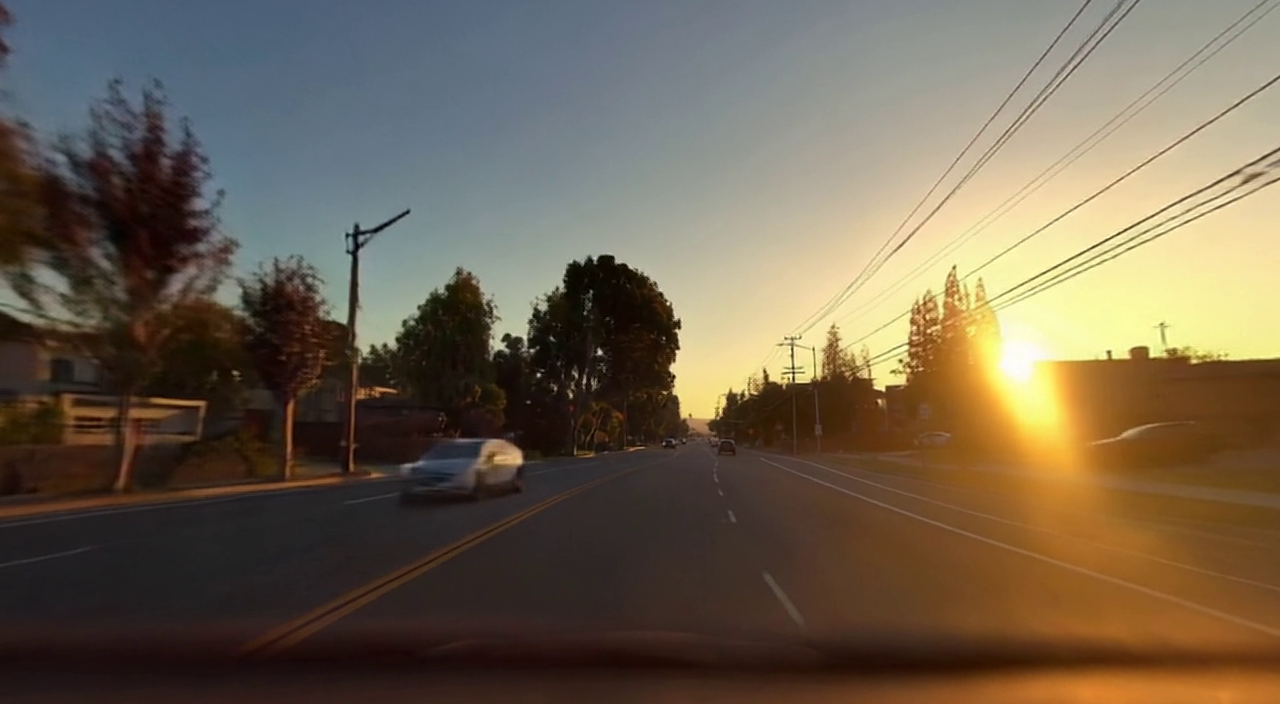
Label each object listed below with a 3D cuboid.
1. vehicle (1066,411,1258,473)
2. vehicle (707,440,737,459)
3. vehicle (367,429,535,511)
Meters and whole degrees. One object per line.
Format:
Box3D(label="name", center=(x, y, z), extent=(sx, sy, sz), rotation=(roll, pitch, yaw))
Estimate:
Box3D(label="vehicle", center=(18.000, 3.190, 22.117), extent=(4.687, 1.805, 2.130), rotation=(-8, -11, 29))
Box3D(label="vehicle", center=(6.347, 7.639, 49.307), extent=(1.982, 1.451, 4.152), rotation=(-1, -9, 3))
Box3D(label="vehicle", center=(-3.866, 2.512, 13.831), extent=(1.974, 1.479, 4.392), rotation=(-1, -9, 5))
